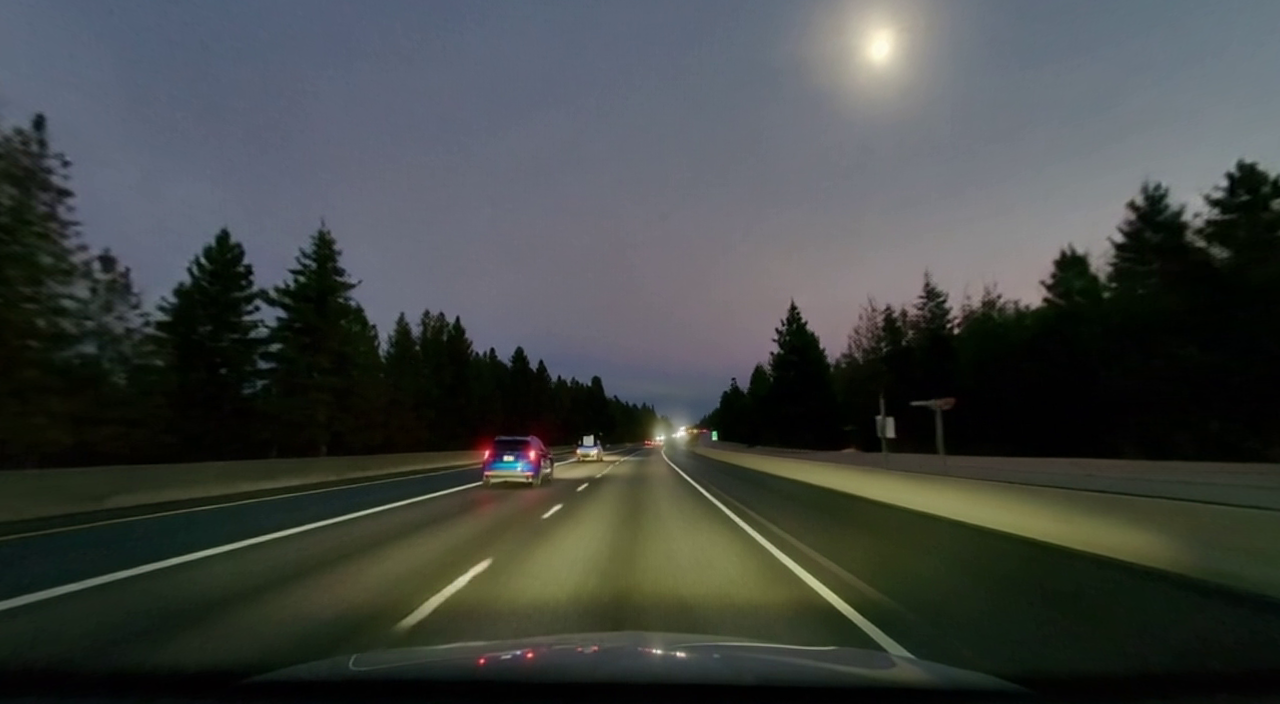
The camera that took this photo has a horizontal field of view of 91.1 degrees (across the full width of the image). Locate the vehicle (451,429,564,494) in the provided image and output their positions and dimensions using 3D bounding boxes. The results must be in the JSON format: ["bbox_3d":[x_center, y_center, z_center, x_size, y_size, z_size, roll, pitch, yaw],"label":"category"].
[{"bbox_3d":[-3.543,3.045,17.826,2.053,1.589,4.671,0,-8,2],"label":"vehicle"}]

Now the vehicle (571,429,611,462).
[{"bbox_3d":[-3.241,6.365,42.728,2.241,2.095,4.985,0,-8,1],"label":"vehicle"}]
